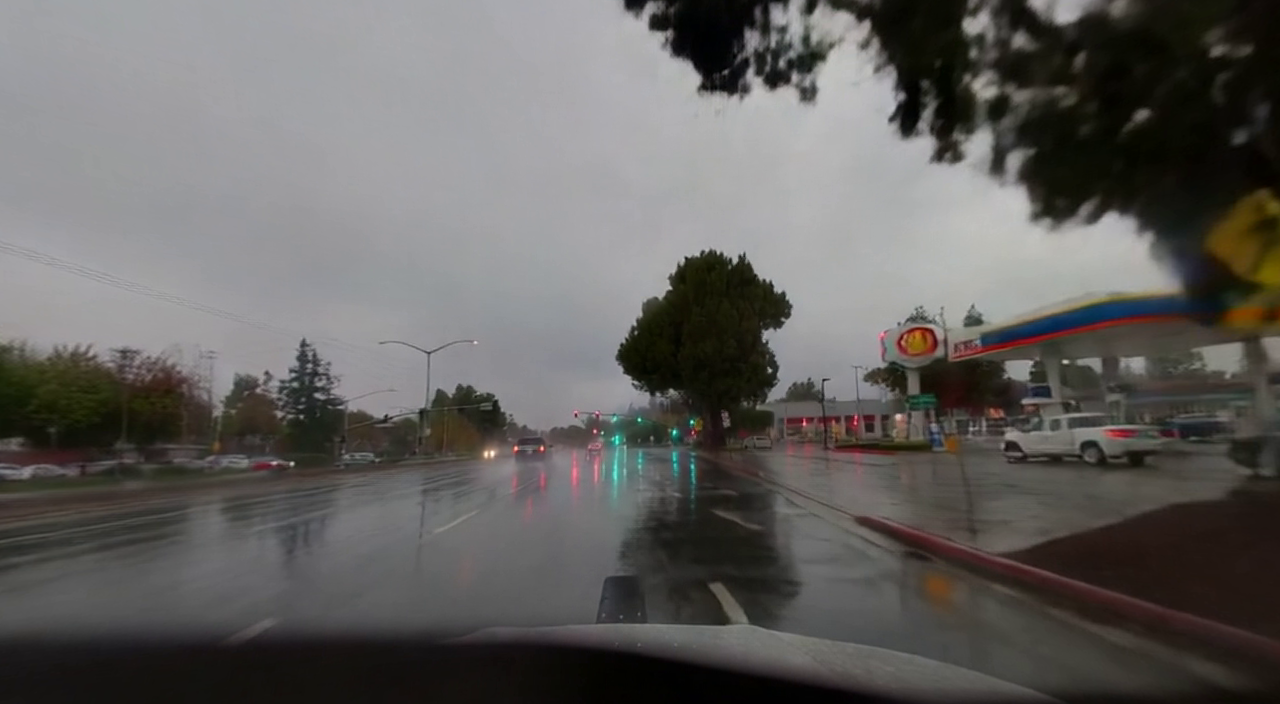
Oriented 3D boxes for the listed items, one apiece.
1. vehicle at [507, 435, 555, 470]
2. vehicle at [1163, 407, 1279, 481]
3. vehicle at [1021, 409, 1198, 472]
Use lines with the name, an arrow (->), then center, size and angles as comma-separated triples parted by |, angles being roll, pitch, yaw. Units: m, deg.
vehicle -> -5.828, 5.401, 34.219 | 1.985, 1.772, 4.479 | 0, -8, -2
vehicle -> 13.228, 1.882, 13.002 | 3.453, 1.409, 1.608 | 0, -8, 0
vehicle -> 13.496, 2.575, 18.364 | 3.562, 1.693, 1.876 | 0, -8, 1
